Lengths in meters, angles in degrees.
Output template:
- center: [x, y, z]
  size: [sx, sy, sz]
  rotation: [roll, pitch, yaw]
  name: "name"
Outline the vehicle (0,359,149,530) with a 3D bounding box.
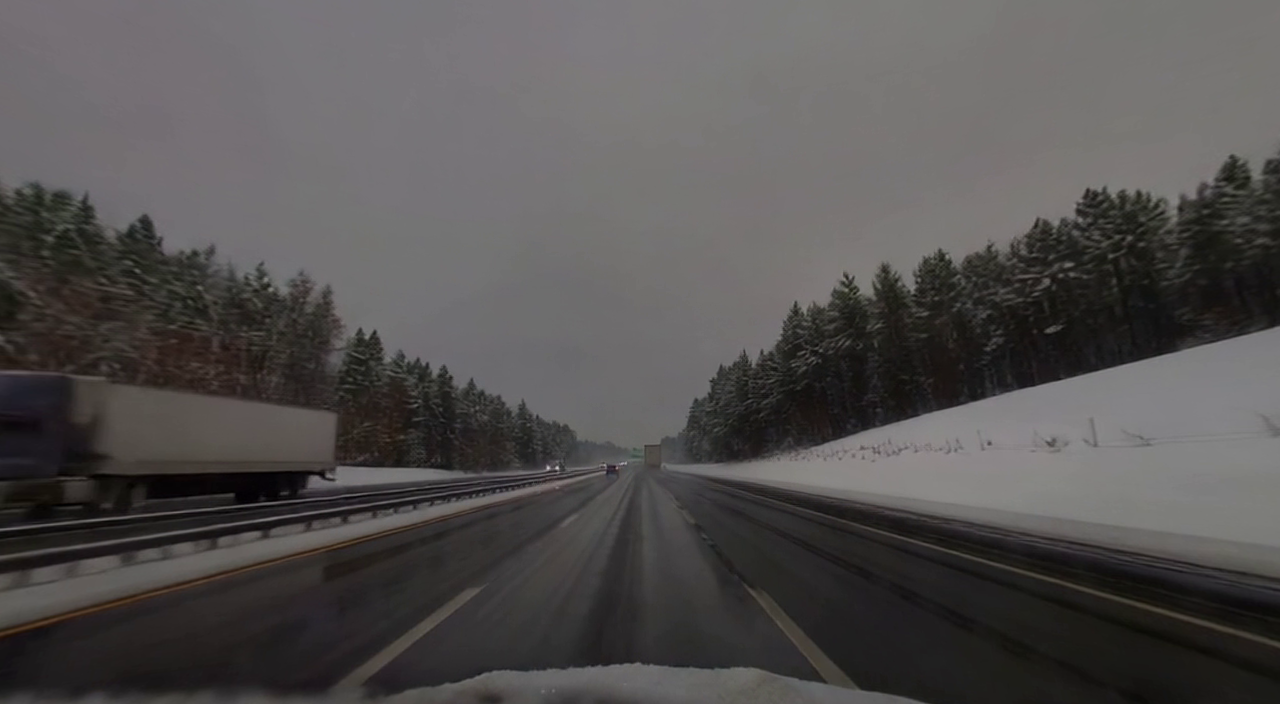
- center: [-16.486, 2.370, 15.913]
  size: [2.919, 3.961, 5.998]
  rotation: [1, -10, 1]
  name: "vehicle"
